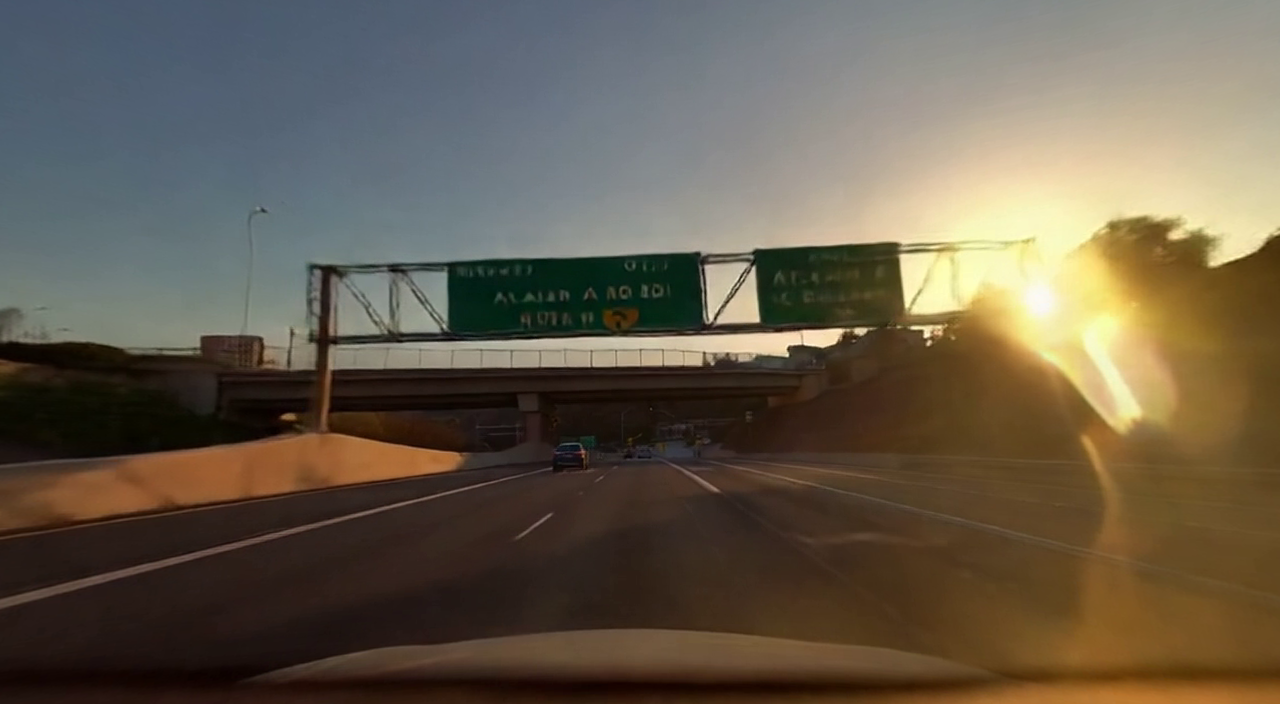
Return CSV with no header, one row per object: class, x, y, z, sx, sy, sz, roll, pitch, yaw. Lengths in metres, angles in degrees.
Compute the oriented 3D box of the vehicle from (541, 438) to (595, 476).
vehicle,-3.451,5.140,31.141,2.072,1.706,4.359,0,-8,1
